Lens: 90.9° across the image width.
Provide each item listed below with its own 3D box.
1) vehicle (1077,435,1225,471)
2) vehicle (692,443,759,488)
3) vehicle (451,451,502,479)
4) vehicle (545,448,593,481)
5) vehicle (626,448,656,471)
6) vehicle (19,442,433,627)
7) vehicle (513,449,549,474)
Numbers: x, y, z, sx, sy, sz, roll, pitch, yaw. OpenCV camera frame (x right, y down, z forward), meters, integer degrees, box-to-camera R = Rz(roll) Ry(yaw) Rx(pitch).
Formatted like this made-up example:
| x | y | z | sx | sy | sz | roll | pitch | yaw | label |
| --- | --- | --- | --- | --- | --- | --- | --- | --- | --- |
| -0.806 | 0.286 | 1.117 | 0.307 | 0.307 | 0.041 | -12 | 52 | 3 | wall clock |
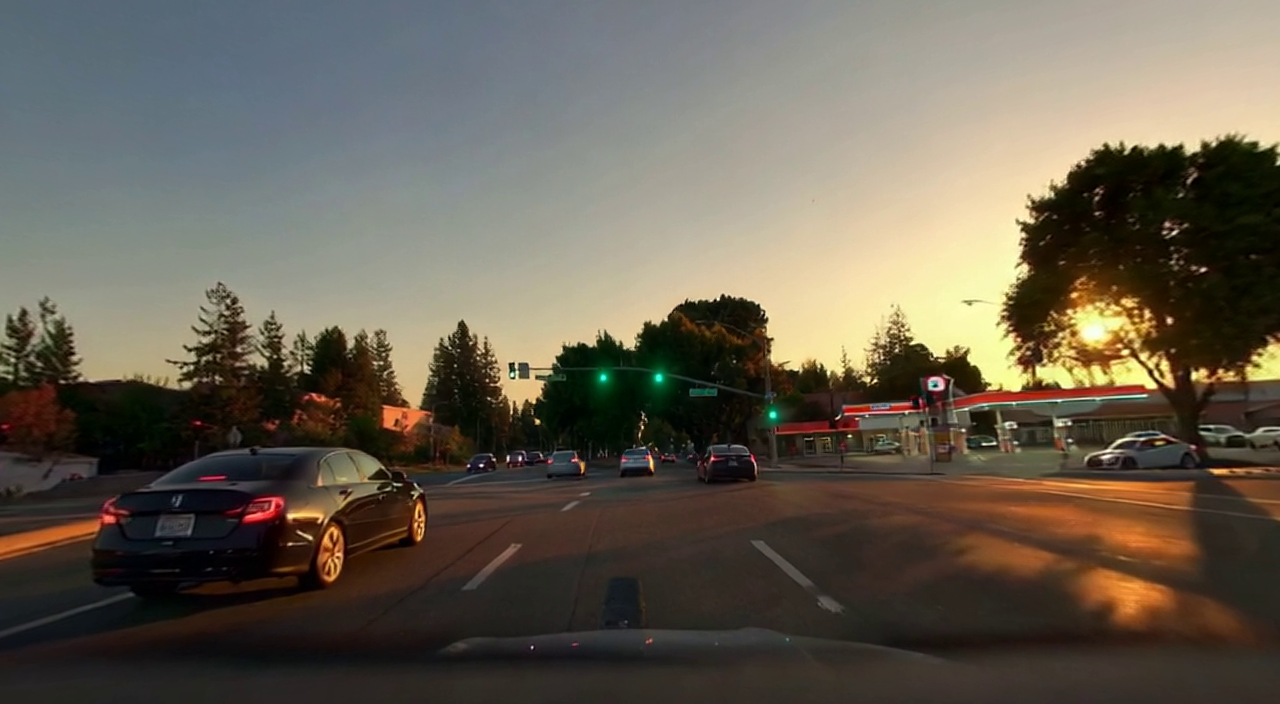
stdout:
| x | y | z | sx | sy | sz | roll | pitch | yaw | label |
| --- | --- | --- | --- | --- | --- | --- | --- | --- | --- |
| 21.346 | 4.217 | 26.462 | 4.573 | 1.419 | 1.840 | 0 | -8 | -1 | vehicle |
| 3.035 | 4.127 | 23.249 | 1.883 | 1.465 | 3.975 | 0 | -8 | -1 | vehicle |
| -11.447 | 7.891 | 44.430 | 2.130 | 1.672 | 4.549 | -4 | -8 | 3 | vehicle |
| -3.454 | 5.547 | 31.327 | 1.841 | 1.474 | 4.038 | -1 | -8 | 1 | vehicle |
| 0.049 | 7.276 | 42.810 | 1.934 | 1.470 | 3.988 | 0 | -8 | -1 | vehicle |
| -4.083 | 1.805 | 7.364 | 1.803 | 1.463 | 4.422 | 0 | -8 | 1 | vehicle |
| -8.347 | 8.372 | 48.600 | 1.922 | 1.660 | 4.332 | -3 | -8 | 1 | vehicle |
